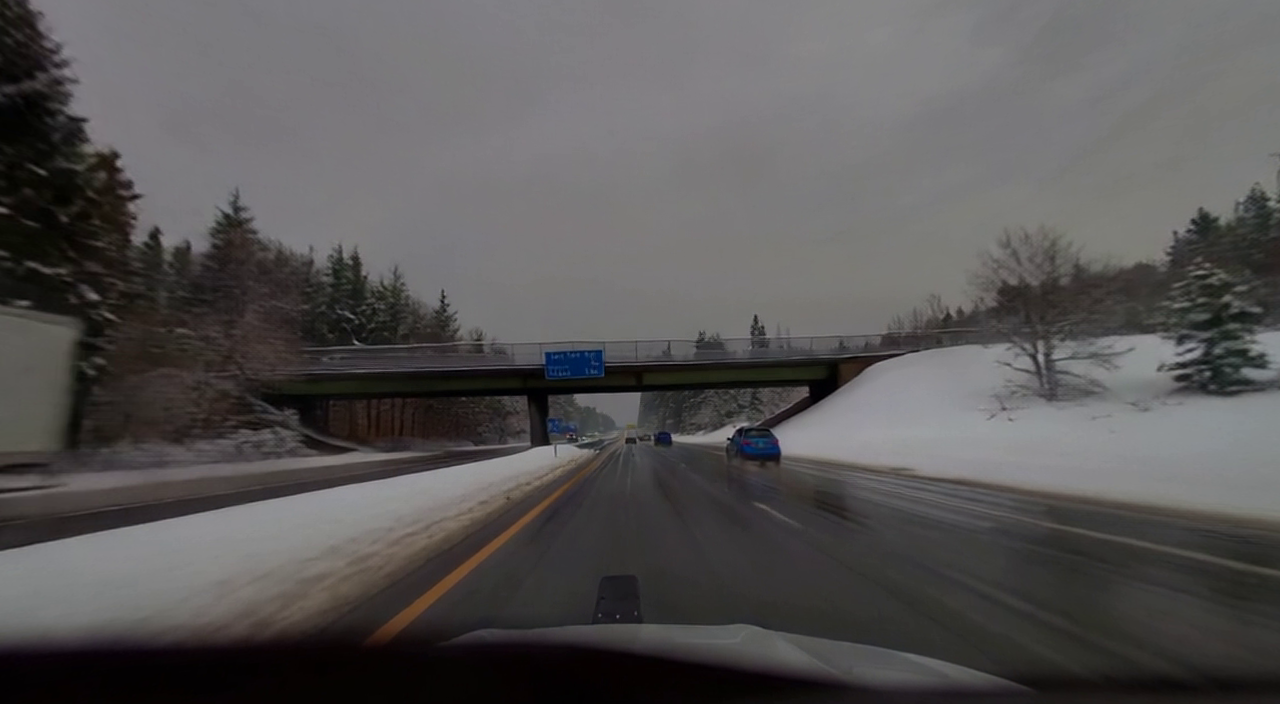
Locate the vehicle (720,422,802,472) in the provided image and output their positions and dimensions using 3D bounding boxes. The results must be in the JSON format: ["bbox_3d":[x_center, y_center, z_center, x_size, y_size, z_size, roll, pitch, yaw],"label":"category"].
[{"bbox_3d":[4.310,3.473,23.165,2.073,1.651,4.065,0,-8,-2],"label":"vehicle"}]
